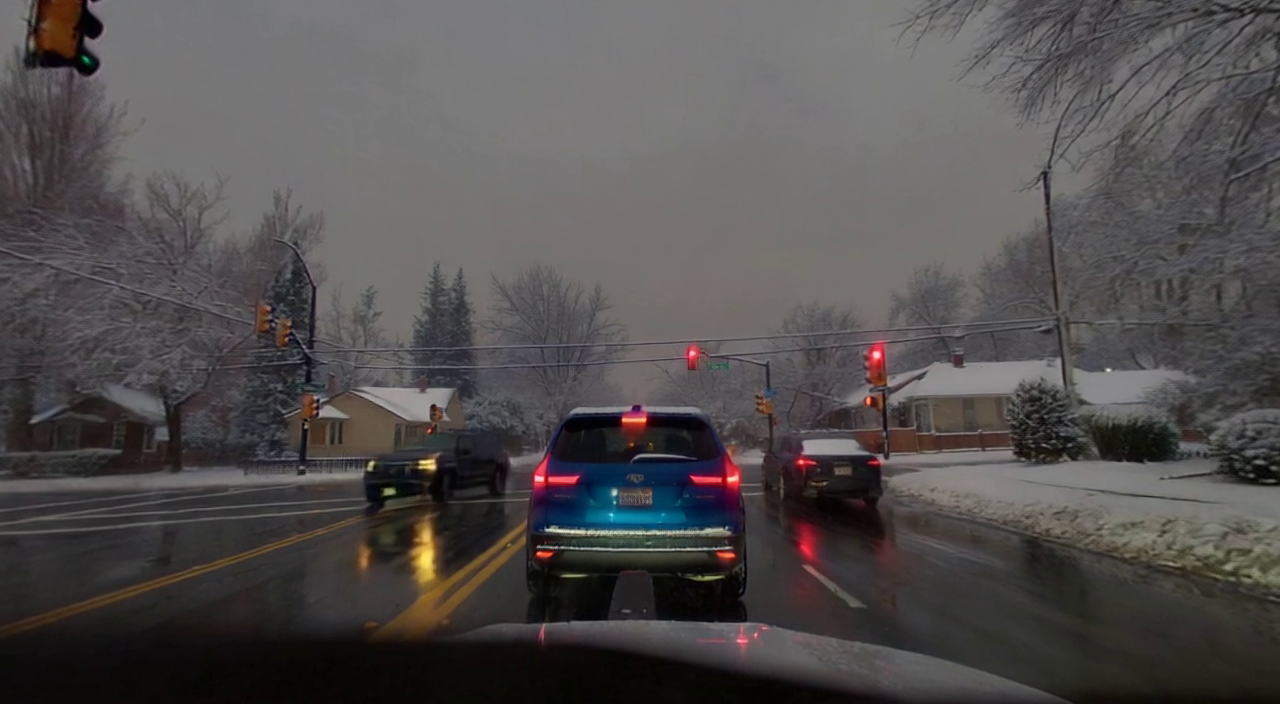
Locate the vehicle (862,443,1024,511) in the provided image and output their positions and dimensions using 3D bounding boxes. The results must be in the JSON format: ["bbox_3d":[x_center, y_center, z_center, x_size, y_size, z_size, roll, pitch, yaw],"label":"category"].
[{"bbox_3d":[7.293,3.010,15.794,1.860,1.436,4.479,0,-8,0],"label":"vehicle"}]

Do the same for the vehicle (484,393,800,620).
[{"bbox_3d":[0.042,1.464,6.914,2.322,1.667,4.367,0,-8,1],"label":"vehicle"}]

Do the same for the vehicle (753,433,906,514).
[{"bbox_3d":[4.048,2.665,14.426,2.077,1.527,4.755,0,-8,1],"label":"vehicle"}]

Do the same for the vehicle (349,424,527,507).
[{"bbox_3d":[-4.921,2.843,16.310,2.059,1.797,4.824,-2,-9,15],"label":"vehicle"}]

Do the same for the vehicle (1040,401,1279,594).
[{"bbox_3d":[7.022,1.534,7.049,1.989,1.791,4.735,0,-8,1],"label":"vehicle"}]
